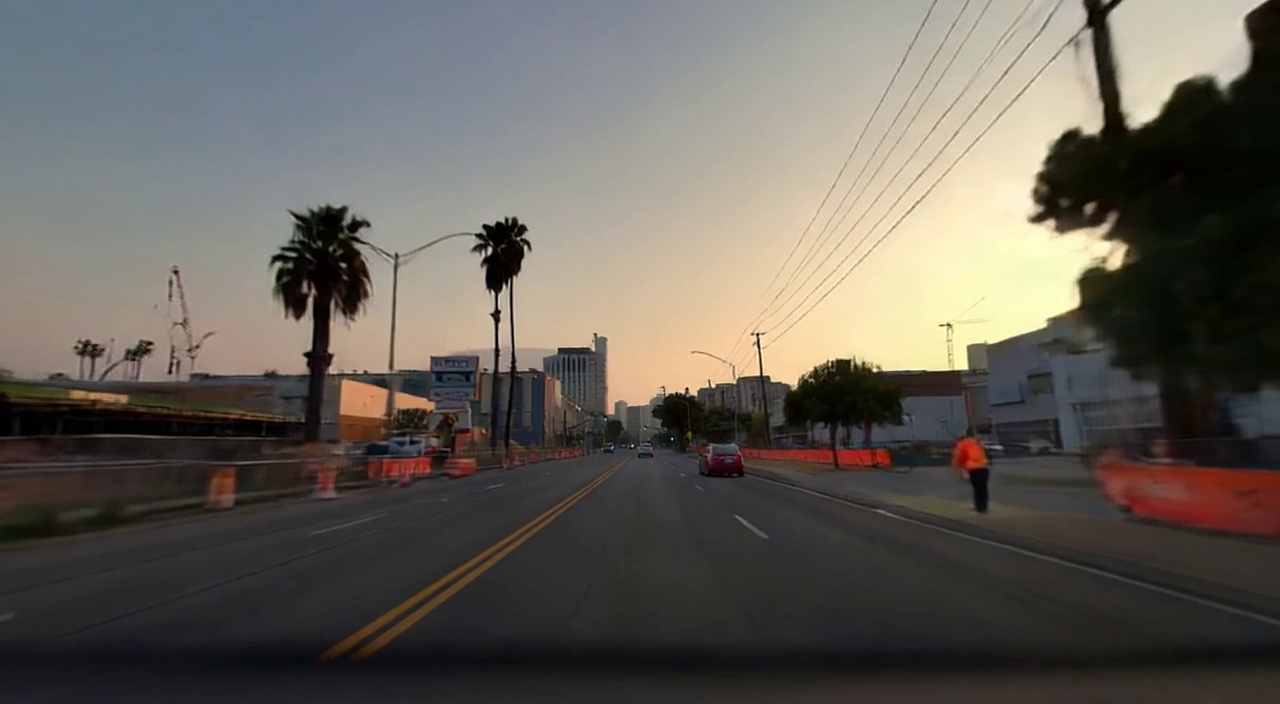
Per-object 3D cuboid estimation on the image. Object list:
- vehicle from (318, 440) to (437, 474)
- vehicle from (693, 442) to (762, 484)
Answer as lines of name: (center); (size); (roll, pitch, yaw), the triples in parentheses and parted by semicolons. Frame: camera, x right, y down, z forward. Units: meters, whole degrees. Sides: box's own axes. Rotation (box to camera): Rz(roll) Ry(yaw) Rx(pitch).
vehicle: (-17.964, 7.203, 43.301); (6.969, 2.132, 2.716); (8, -12, -44)
vehicle: (3.466, 4.494, 25.758); (2.148, 1.562, 4.642); (0, -8, 0)
